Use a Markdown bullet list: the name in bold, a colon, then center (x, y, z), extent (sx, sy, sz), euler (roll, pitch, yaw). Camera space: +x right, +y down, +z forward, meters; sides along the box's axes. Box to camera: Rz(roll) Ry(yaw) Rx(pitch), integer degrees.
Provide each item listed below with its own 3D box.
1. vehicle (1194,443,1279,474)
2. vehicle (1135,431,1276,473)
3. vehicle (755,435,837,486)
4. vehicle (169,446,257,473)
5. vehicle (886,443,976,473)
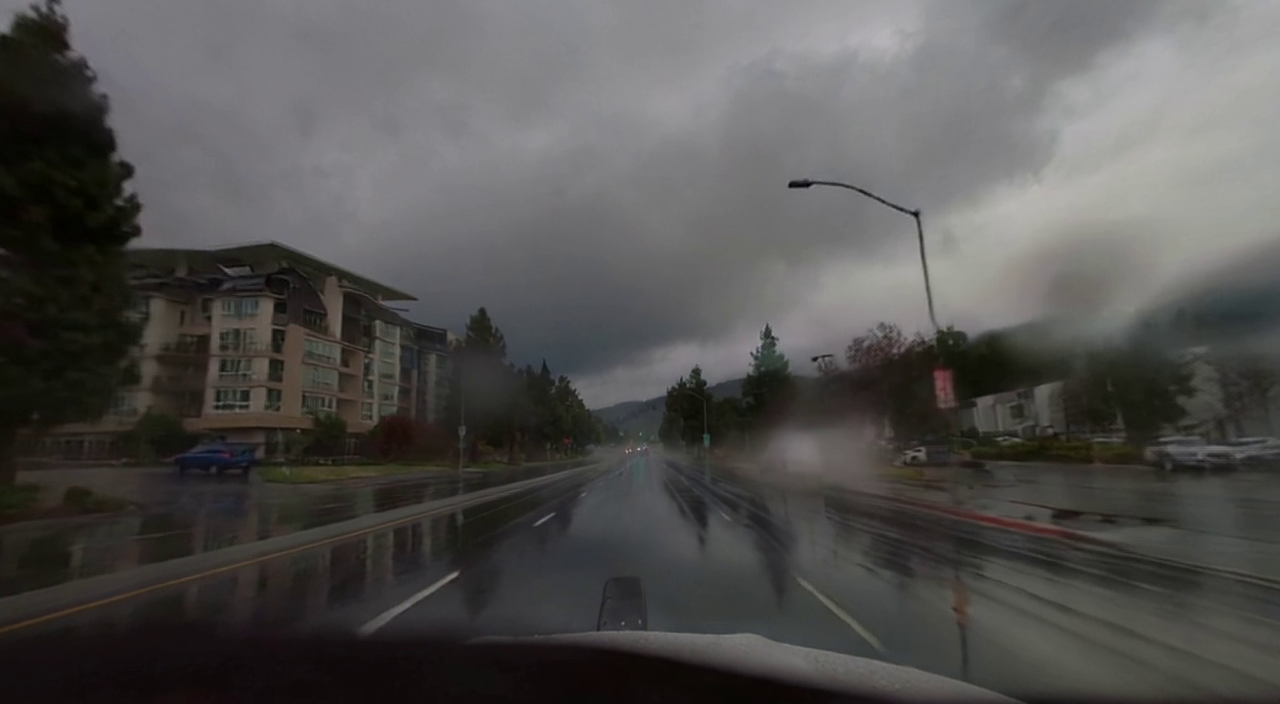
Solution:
- **vehicle**: center (31.783, 5.510, 32.487), extent (4.294, 1.533, 1.929), euler (0, -9, 0)
- **vehicle**: center (32.183, 5.707, 35.887), extent (5.753, 2.022, 2.104), euler (-3, -8, 3)
- **vehicle**: center (7.126, 5.018, 29.441), extent (2.365, 2.138, 5.499), euler (0, -9, 0)
- **vehicle**: center (-26.301, 6.606, 38.762), extent (4.048, 1.601, 1.845), euler (0, -8, -2)
- **vehicle**: center (17.470, 6.366, 37.818), extent (4.421, 1.535, 1.869), euler (-2, -7, 2)
